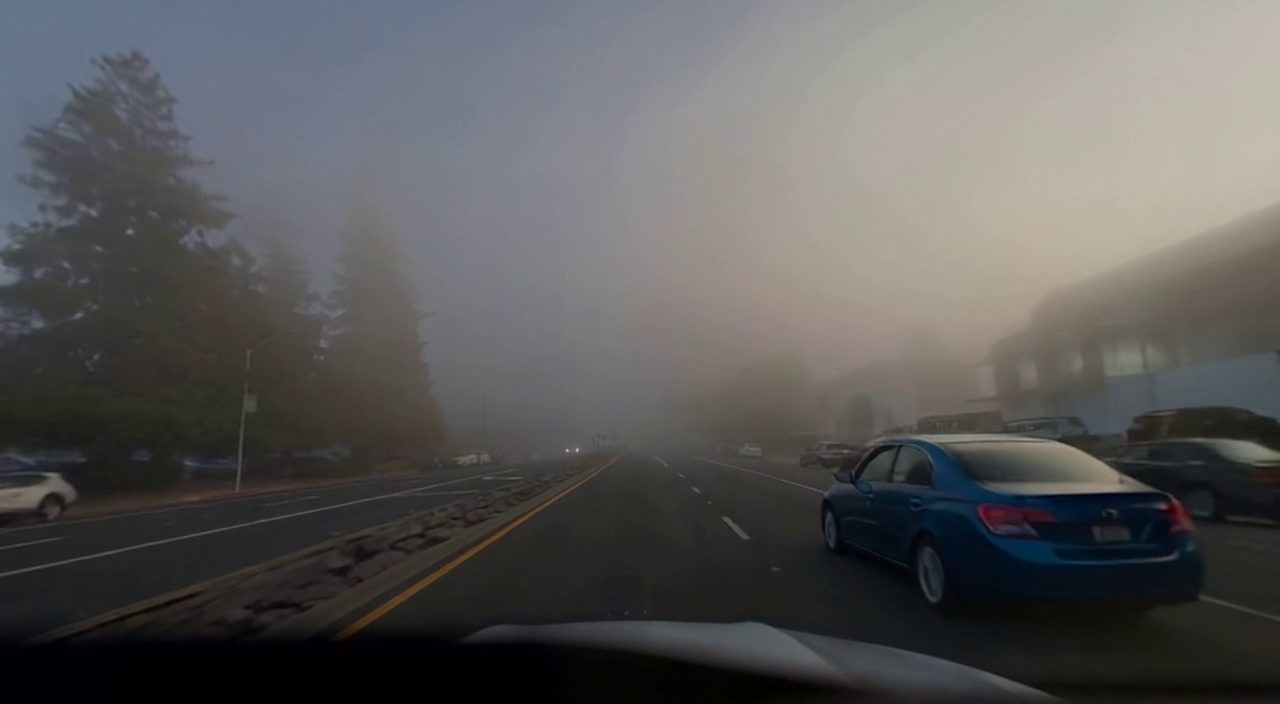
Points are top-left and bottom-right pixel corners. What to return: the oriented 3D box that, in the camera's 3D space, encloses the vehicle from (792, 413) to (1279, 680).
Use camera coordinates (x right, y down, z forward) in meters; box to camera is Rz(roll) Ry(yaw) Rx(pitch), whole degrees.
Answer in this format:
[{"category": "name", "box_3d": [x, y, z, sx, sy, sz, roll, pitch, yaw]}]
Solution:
[{"category": "vehicle", "box_3d": [3.042, 1.397, 5.761, 2.141, 1.443, 4.499, 0, -8, 0]}]
